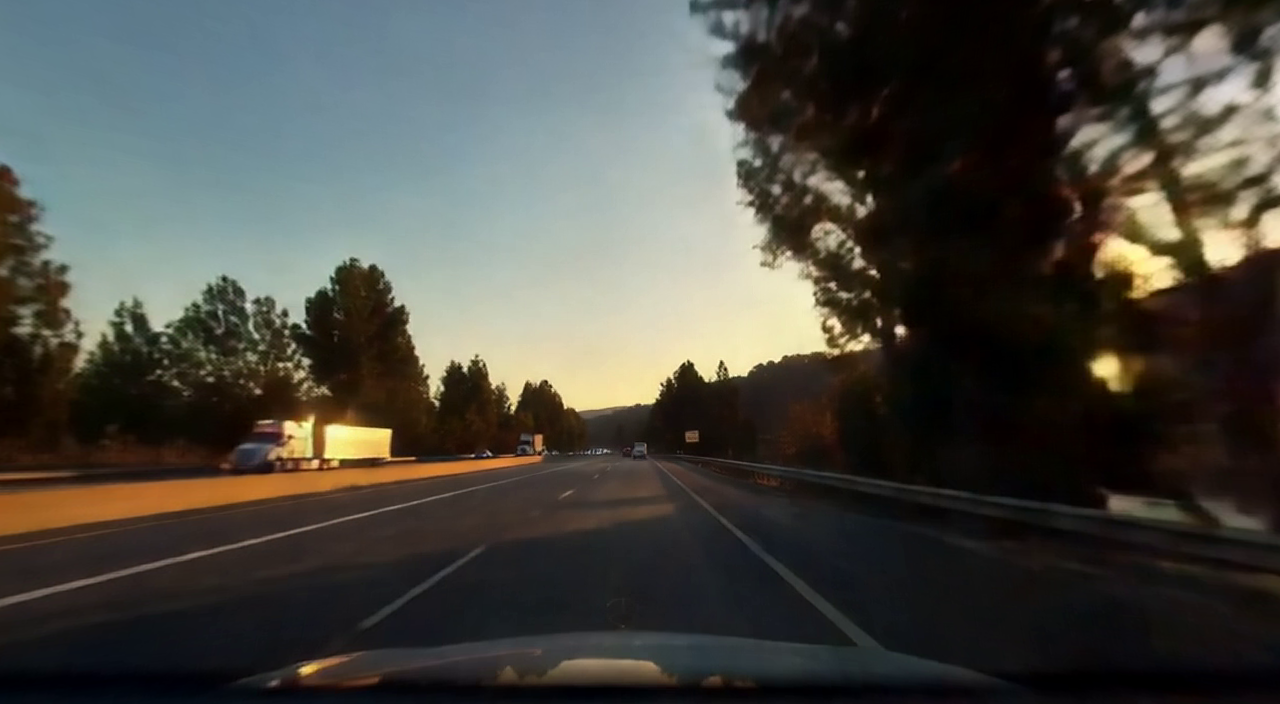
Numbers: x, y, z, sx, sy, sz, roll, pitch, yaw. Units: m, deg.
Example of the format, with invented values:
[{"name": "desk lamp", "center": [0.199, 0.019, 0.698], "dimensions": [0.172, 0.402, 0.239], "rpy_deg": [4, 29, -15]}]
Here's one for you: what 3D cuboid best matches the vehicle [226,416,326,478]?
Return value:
[{"name": "vehicle", "center": [-23.649, 6.226, 41.140], "dimensions": [2.974, 3.729, 5.780], "rpy_deg": [-1, -9, -1]}]
